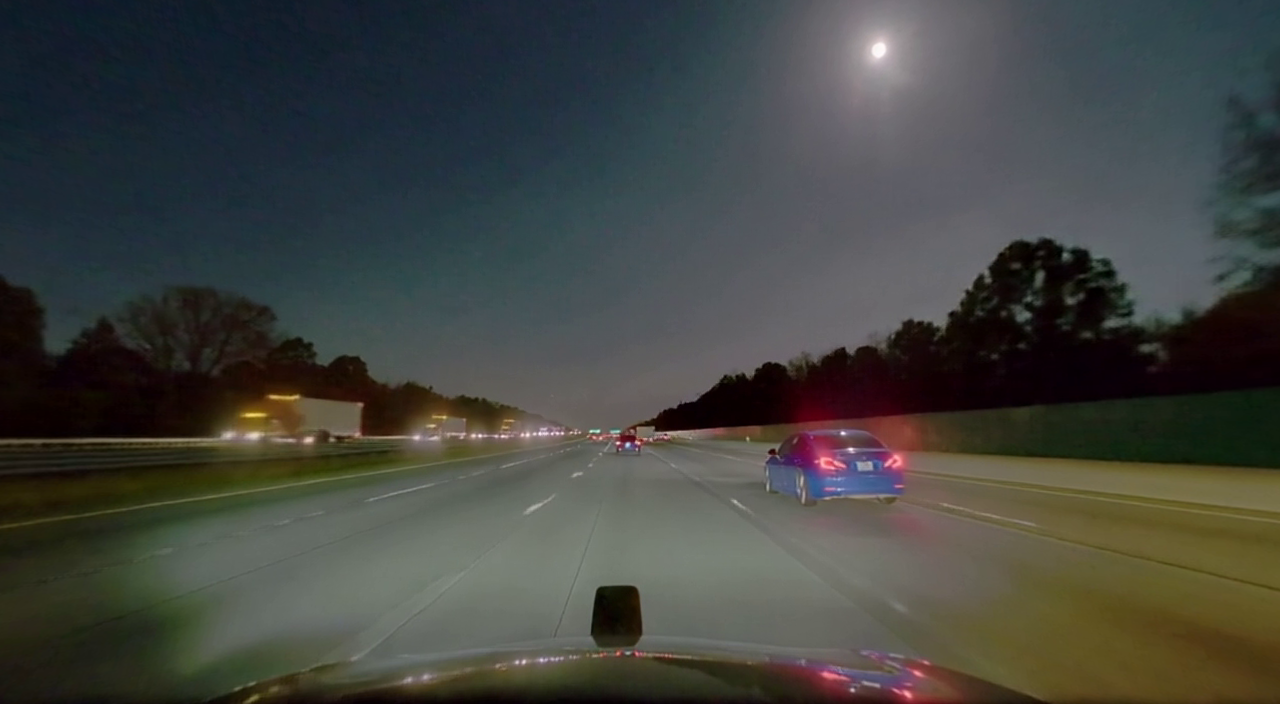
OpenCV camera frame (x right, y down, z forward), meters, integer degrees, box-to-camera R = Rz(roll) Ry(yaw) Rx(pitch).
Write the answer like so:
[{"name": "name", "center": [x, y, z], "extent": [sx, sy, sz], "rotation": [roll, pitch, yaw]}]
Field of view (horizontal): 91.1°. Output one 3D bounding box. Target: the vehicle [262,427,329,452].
[{"name": "vehicle", "center": [-22.389, 5.707, 41.049], "extent": [1.910, 1.478, 4.502], "rotation": [0, -8, -1]}]

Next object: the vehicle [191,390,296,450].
[{"name": "vehicle", "center": [-26.257, 4.613, 42.023], "extent": [3.178, 3.670, 6.015], "rotation": [0, -8, -3]}]

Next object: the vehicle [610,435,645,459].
[{"name": "vehicle", "center": [-0.822, 6.041, 40.210], "extent": [2.121, 1.445, 4.187], "rotation": [0, -8, -2]}]
